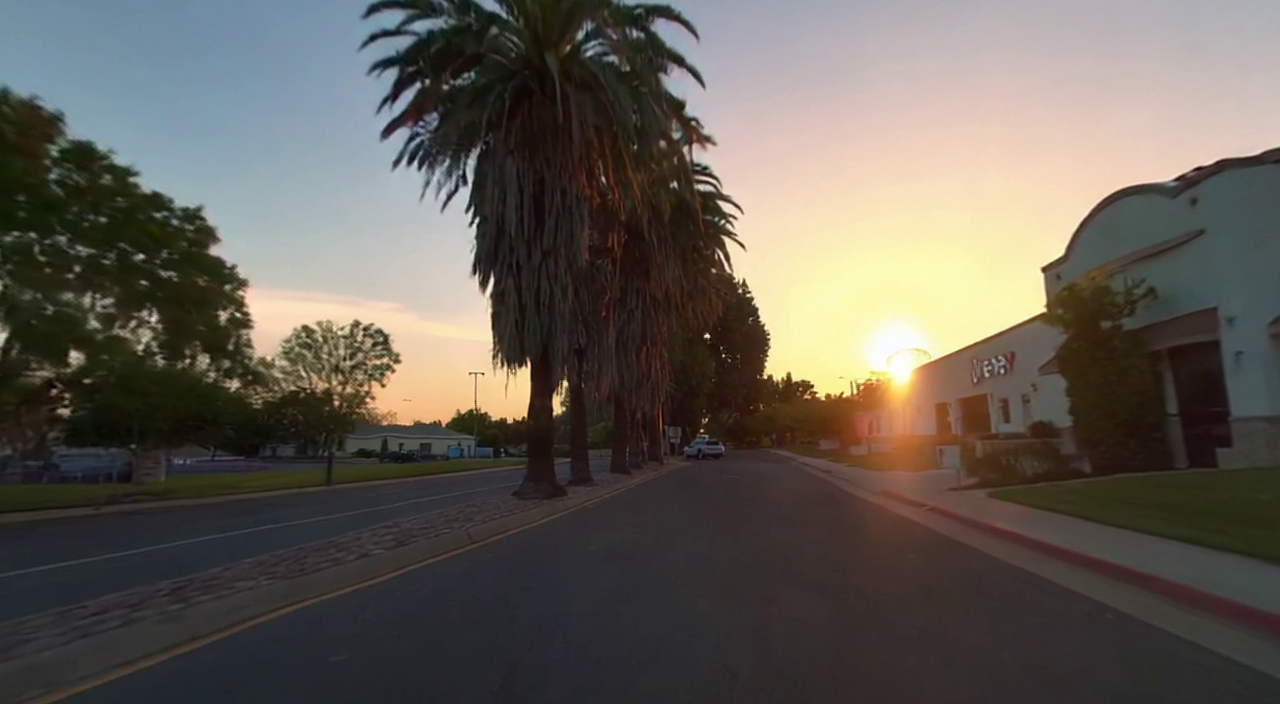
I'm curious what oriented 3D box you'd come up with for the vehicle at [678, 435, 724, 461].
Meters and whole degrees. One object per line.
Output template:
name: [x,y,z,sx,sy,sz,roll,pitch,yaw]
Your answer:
vehicle: [4.681,7.459,49.217,2.174,1.863,4.651,2,-8,-13]
